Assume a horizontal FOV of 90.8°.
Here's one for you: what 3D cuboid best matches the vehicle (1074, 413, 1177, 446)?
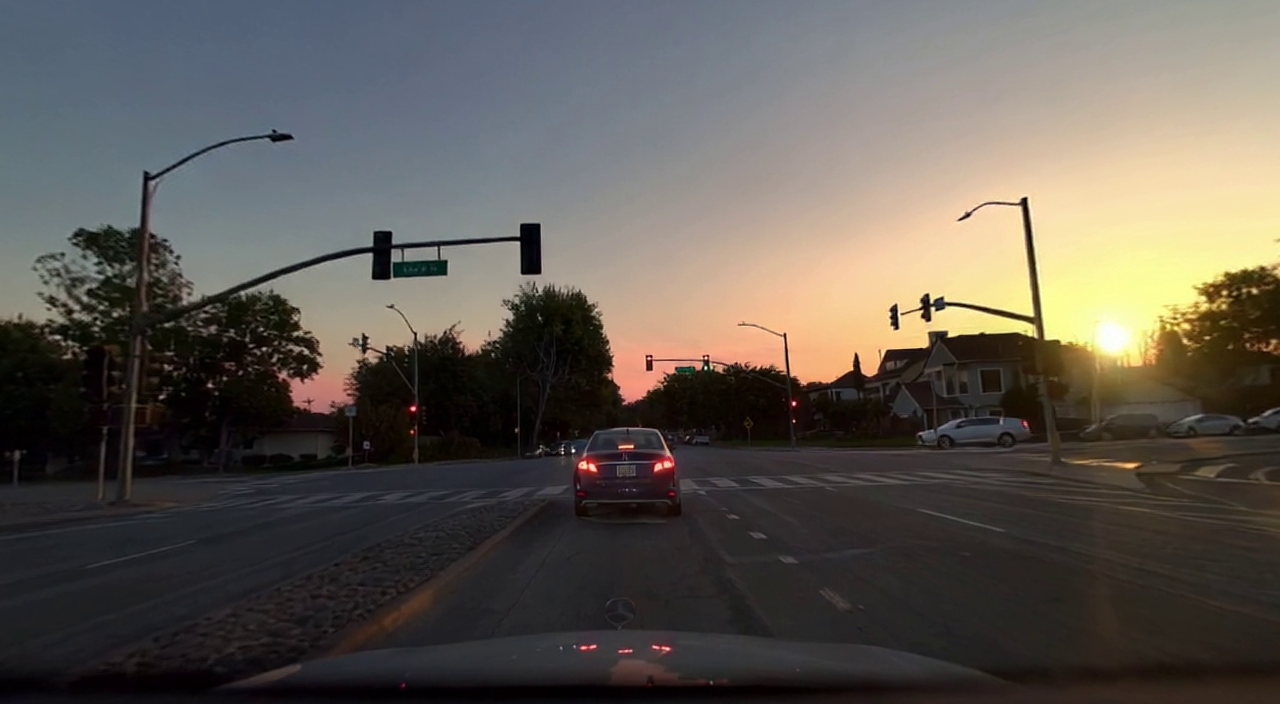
[{"bbox_3d":[28.671,4.593,37.402,4.557,1.899,1.996,1,-8,-5],"label":"vehicle"}]

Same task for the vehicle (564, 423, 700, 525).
[{"bbox_3d":[0.042,2.180,11.953,2.074,1.570,3.647,0,-8,7],"label":"vehicle"}]

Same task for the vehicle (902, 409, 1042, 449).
[{"bbox_3d":[17.881,4.201,34.355,6.025,2.000,2.876,1,-7,-2],"label":"vehicle"}]

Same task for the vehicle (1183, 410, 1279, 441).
[{"bbox_3d":[35.932,4.421,37.984,4.735,1.784,2.094,1,-7,-3],"label":"vehicle"}]
